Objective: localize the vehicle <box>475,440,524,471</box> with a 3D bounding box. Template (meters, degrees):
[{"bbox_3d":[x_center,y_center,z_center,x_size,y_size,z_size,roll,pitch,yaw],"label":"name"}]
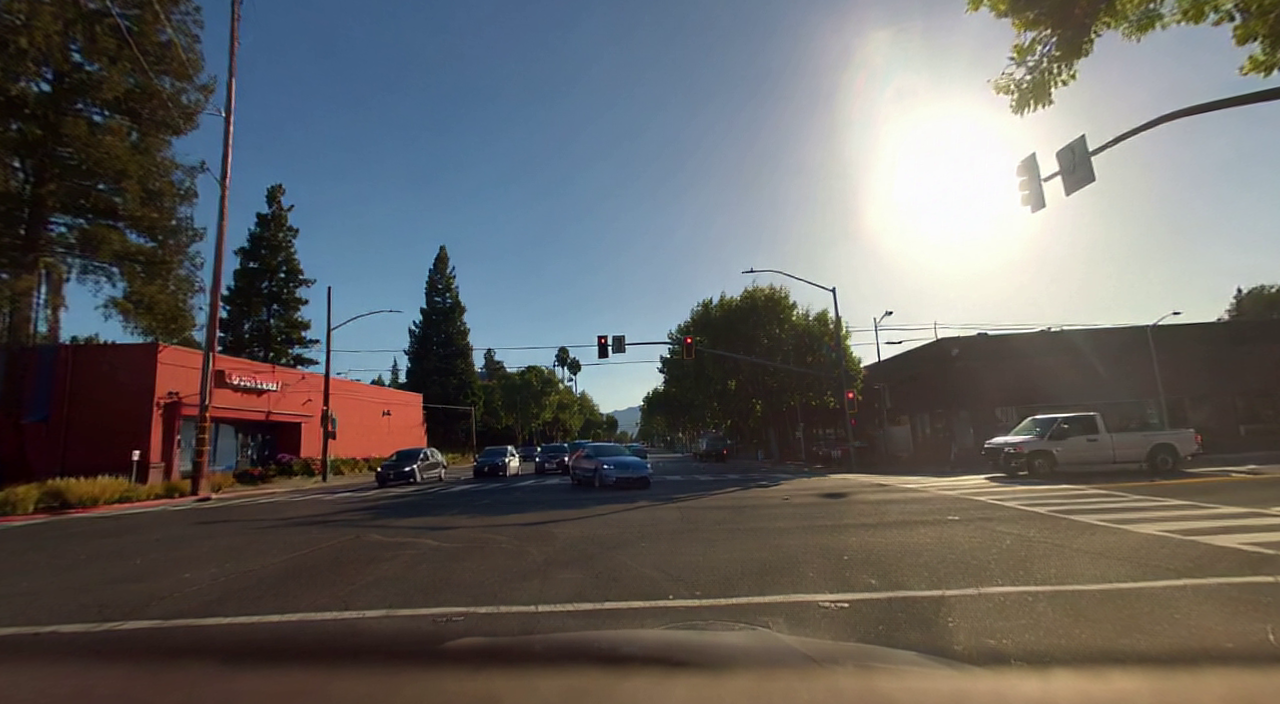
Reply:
[{"bbox_3d":[-8.540,6.326,38.775,2.087,1.718,4.700,0,-9,-2],"label":"vehicle"}]

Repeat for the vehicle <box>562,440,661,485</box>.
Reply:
[{"bbox_3d":[-1.194,4.076,23.634,1.935,1.464,4.562,4,-10,-27],"label":"vehicle"}]

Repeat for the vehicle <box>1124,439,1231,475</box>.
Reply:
[{"bbox_3d":[26.600,5.162,31.285,4.537,1.665,2.049,3,-9,-22],"label":"vehicle"}]

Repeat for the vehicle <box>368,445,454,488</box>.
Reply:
[{"bbox_3d":[-8.459,4.236,23.769,1.779,1.460,4.463,0,-9,-4],"label":"vehicle"}]

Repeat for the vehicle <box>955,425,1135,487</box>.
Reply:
[{"bbox_3d":[14.813,3.778,23.134,5.910,2.046,2.228,3,-9,-20],"label":"vehicle"}]

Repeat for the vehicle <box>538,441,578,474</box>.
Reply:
[{"bbox_3d":[-4.404,5.680,34.373,1.975,1.642,4.846,1,-9,-6],"label":"vehicle"}]
